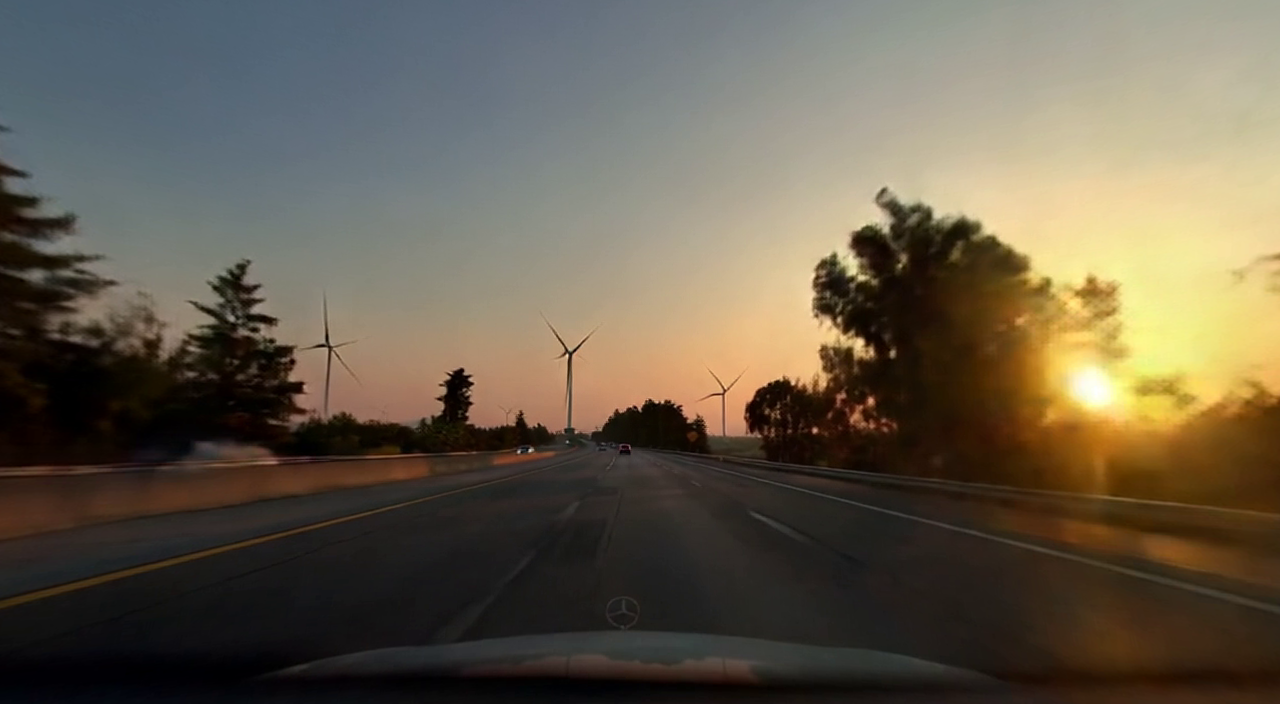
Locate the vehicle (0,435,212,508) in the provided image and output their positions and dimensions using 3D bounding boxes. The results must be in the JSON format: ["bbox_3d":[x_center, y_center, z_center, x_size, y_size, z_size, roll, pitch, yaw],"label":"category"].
[{"bbox_3d":[-12.883,2.793,15.174,1.942,1.473,4.687,0,-9,-1],"label":"vehicle"}]
